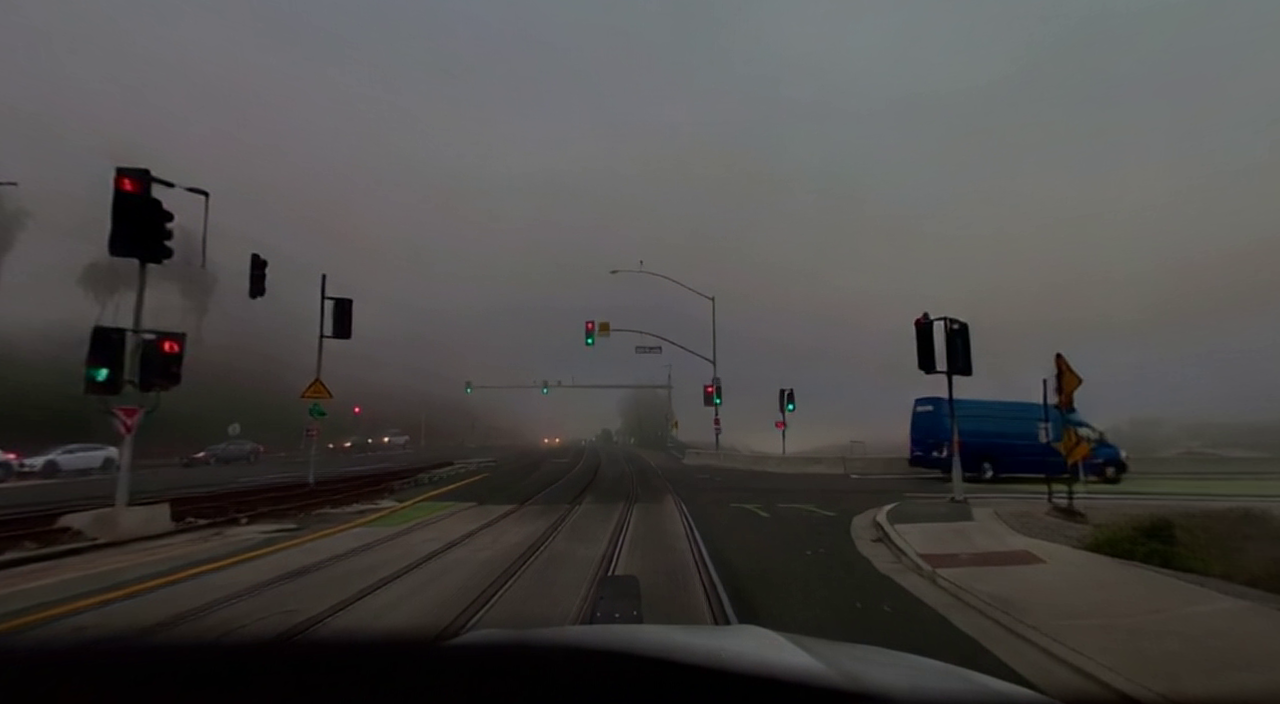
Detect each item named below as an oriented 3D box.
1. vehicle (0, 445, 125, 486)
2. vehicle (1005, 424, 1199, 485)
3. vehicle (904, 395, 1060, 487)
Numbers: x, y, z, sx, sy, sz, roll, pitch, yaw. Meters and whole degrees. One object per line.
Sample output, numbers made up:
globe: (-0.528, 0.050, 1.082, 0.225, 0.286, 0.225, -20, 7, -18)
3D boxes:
vehicle: (-25.425, 4.809, 26.960, 4.925, 1.634, 2.219, 0, -9, 2)
vehicle: (17.518, 3.905, 24.096, 6.055, 2.140, 2.266, 2, -8, -10)
vehicle: (12.258, 3.208, 22.793, 4.180, 3.020, 2.606, 3, -9, -18)
